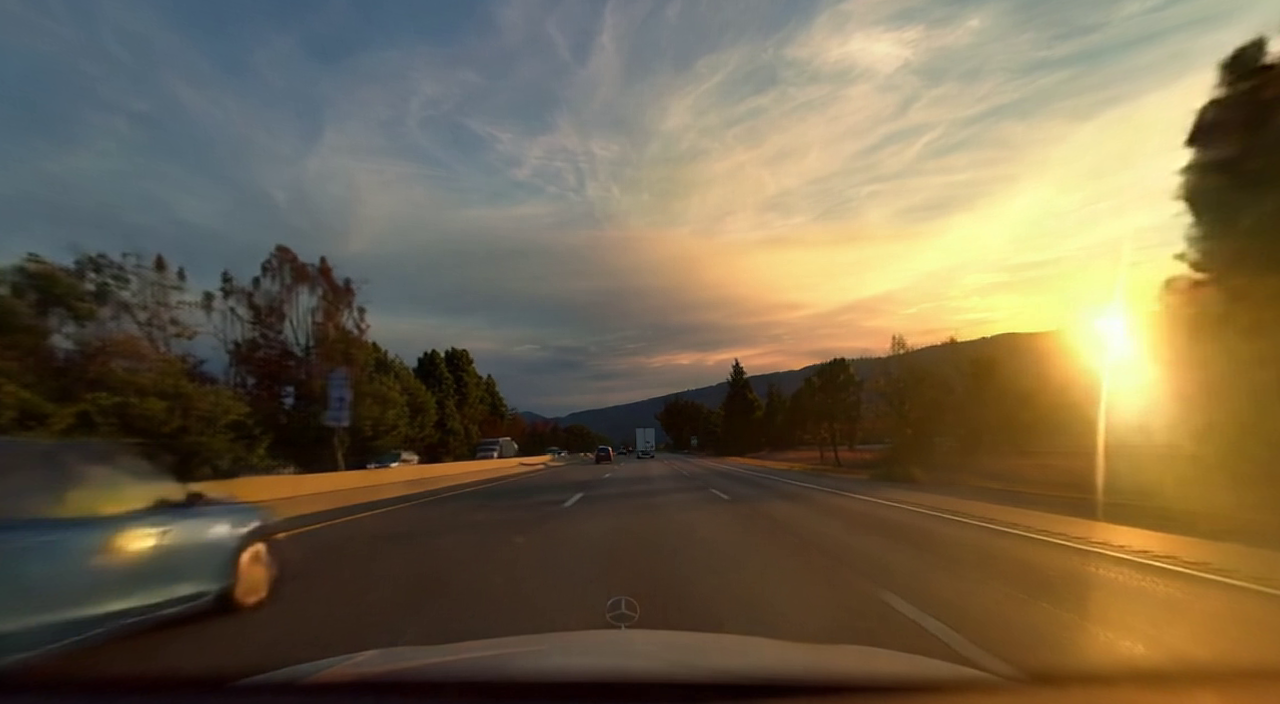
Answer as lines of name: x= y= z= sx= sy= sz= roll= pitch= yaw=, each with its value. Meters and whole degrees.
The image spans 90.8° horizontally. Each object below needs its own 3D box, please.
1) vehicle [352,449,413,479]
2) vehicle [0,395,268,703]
vehicle: x=-16.506 y=7.168 z=40.712 sx=1.886 sy=1.753 sz=4.567 roll=-1 pitch=-9 yaw=1
vehicle: x=-4.027 y=1.008 z=3.079 sx=2.018 sy=1.548 sz=3.849 roll=-1 pitch=-9 yaw=1
